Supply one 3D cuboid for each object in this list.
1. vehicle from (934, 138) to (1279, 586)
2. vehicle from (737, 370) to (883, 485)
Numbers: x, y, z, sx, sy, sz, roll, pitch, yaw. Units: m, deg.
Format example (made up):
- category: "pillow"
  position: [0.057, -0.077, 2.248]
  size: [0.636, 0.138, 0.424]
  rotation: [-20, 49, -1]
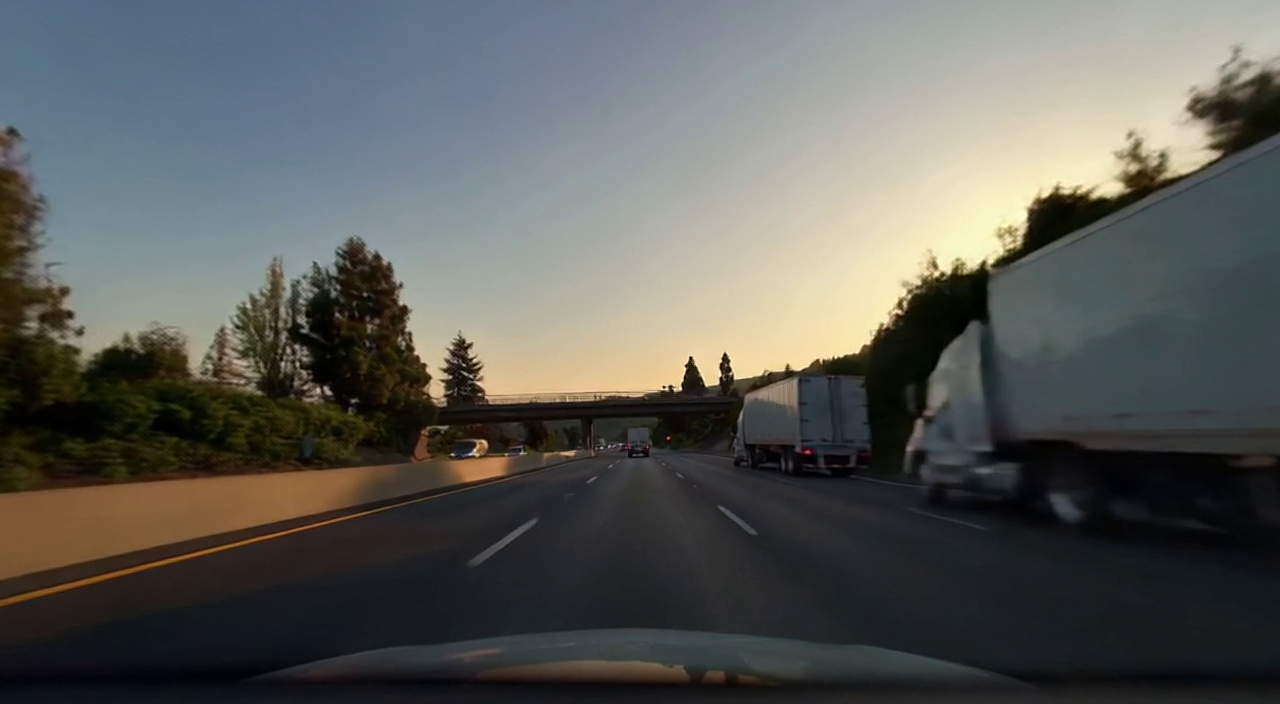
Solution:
- category: "vehicle"
  position: [7.341, 0.000, 5.230]
  size: [2.906, 4.070, 14.134]
  rotation: [0, -9, 0]
- category: "vehicle"
  position: [7.220, 3.841, 30.111]
  size: [2.937, 4.105, 14.800]
  rotation: [0, -9, 0]
